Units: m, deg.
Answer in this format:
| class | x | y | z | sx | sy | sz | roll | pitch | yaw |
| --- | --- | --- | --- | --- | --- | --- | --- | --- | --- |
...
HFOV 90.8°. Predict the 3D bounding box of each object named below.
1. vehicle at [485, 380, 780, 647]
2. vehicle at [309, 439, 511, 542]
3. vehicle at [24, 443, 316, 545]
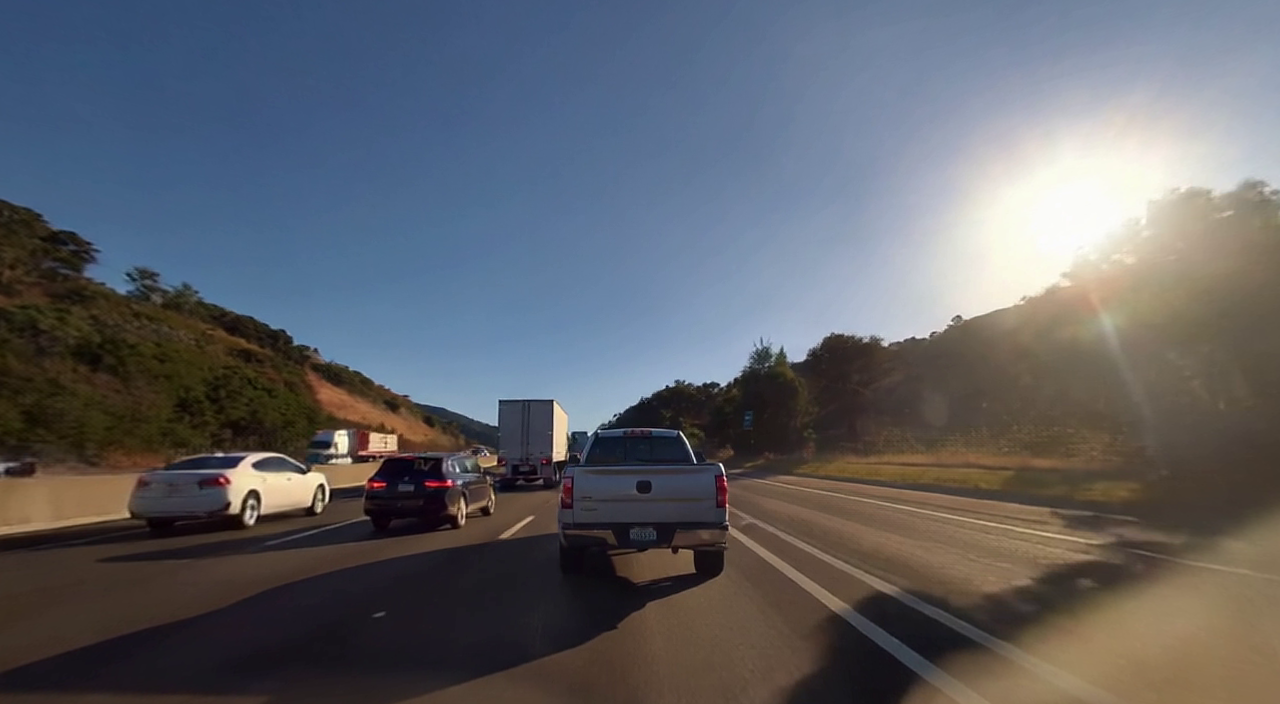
| class | x | y | z | sx | sy | sz | roll | pitch | yaw |
| --- | --- | --- | --- | --- | --- | --- | --- | --- | --- |
| vehicle | -0.083 | 1.356 | 6.073 | 1.995 | 1.798 | 3.380 | 0 | -9 | -1 |
| vehicle | -3.904 | 2.421 | 11.703 | 1.986 | 1.501 | 4.407 | -1 | -9 | 1 |
| vehicle | -8.137 | 2.457 | 11.665 | 1.874 | 1.470 | 4.576 | 0 | -9 | 0 |
